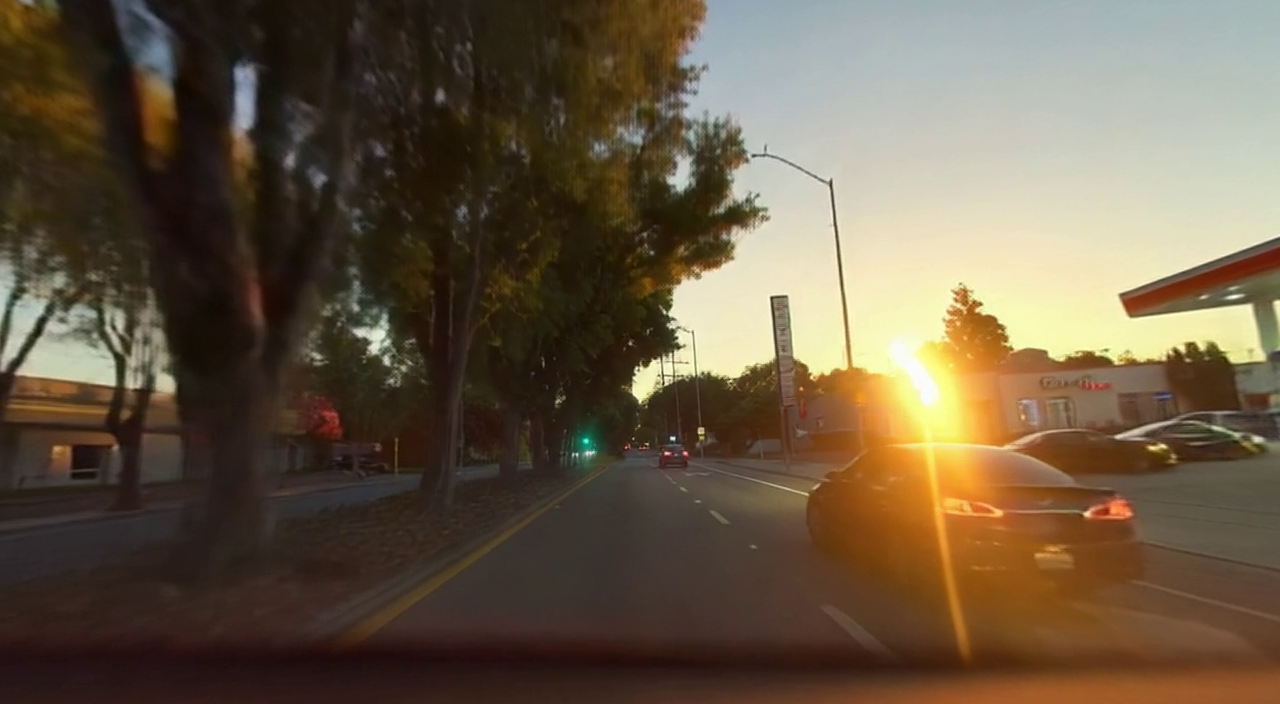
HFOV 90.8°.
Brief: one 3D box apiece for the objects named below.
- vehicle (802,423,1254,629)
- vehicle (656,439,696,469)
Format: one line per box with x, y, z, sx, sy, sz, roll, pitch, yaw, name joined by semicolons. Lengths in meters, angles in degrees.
3.416;1.597;6.841;2.061;1.475;4.296;0;-9;-2;vehicle
2.273;6.694;41.541;2.115;1.840;4.777;0;-9;-3;vehicle
